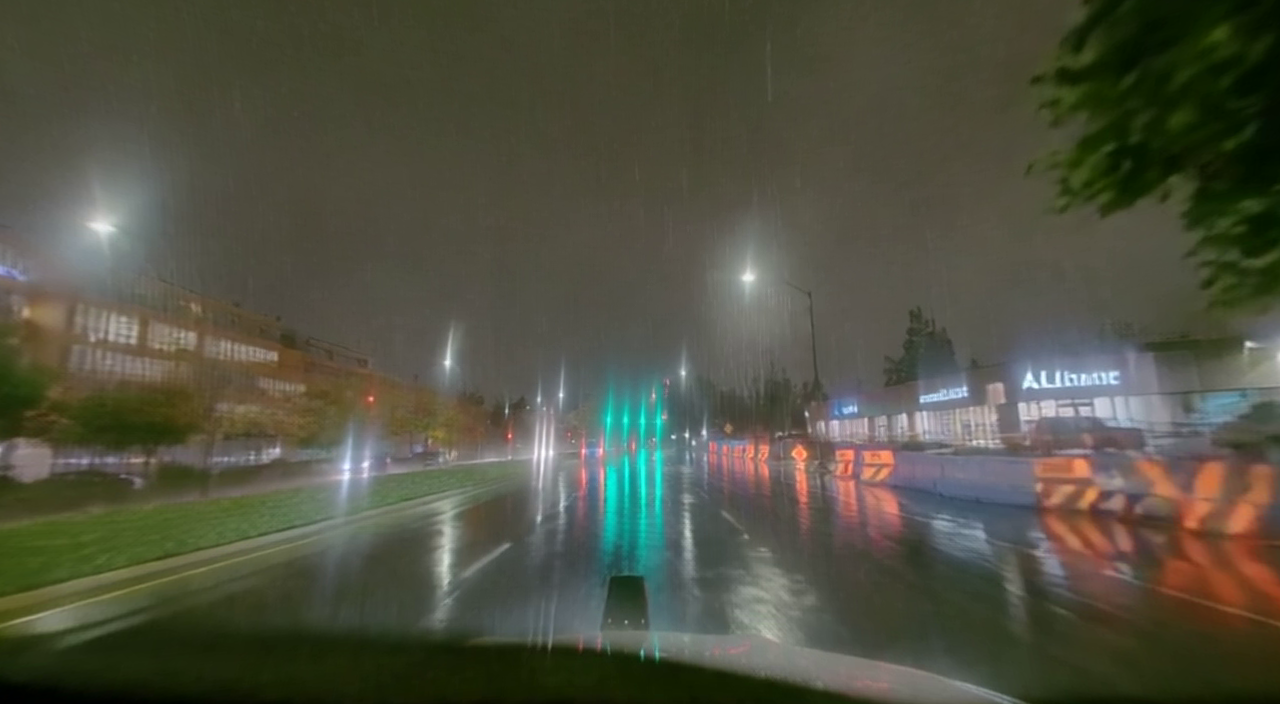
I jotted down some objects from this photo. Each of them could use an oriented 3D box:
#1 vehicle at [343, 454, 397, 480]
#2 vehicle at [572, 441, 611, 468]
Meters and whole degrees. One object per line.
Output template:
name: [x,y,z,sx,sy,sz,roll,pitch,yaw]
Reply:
vehicle: [-18.120,7.704,42.484,1.948,1.535,4.600,0,-8,-5]
vehicle: [-2.763,5.965,36.799,1.926,1.442,4.231,0,-8,1]
